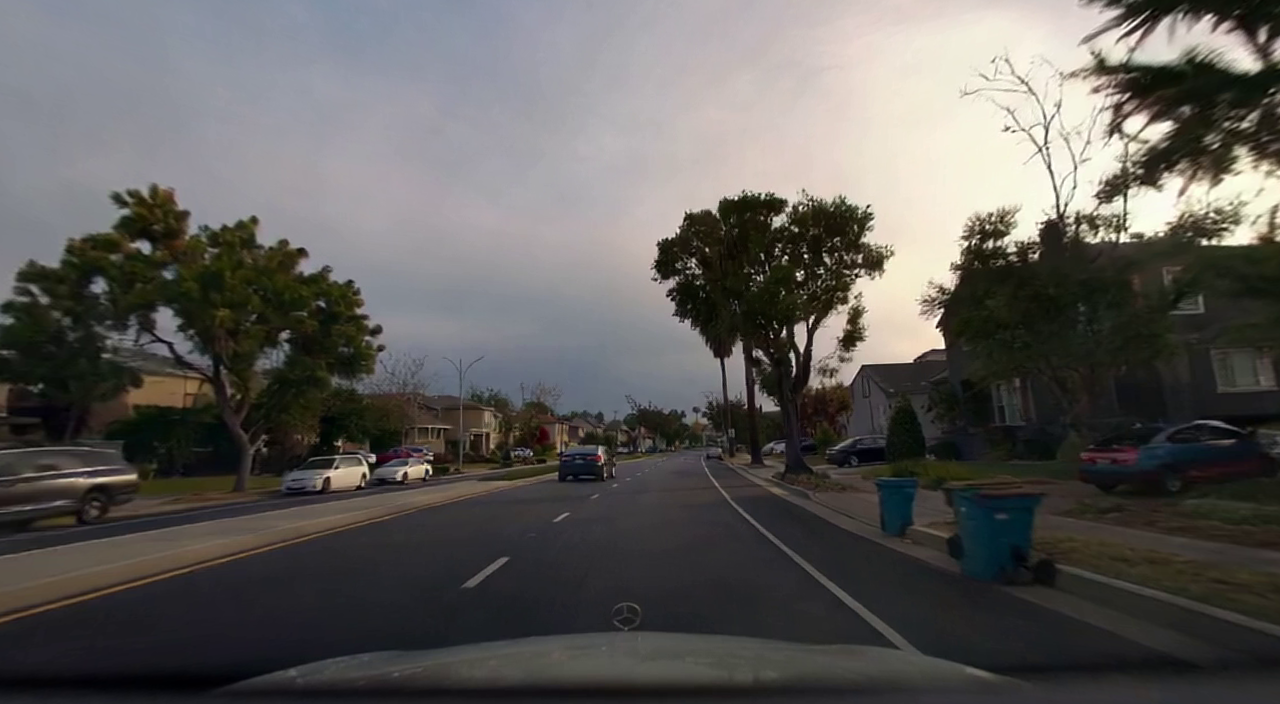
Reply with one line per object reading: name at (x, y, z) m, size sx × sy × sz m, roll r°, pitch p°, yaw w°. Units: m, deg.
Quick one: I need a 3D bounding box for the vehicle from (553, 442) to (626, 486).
vehicle at (-1.759, 4.108, 23.486) m, size 2.035 × 1.474 × 4.284 m, roll -1°, pitch -9°, yaw 4°

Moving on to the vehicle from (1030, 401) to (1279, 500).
vehicle at (11.166, 2.050, 13.369) m, size 4.424 × 1.611 × 1.898 m, roll -5°, pitch -8°, yaw 0°

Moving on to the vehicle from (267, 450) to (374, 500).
vehicle at (-13.083, 5.023, 26.239) m, size 1.895 × 1.802 × 4.454 m, roll -3°, pitch -9°, yaw 4°

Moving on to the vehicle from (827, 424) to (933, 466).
vehicle at (12.198, 4.790, 32.387) m, size 4.549 × 1.672 × 2.008 m, roll -6°, pitch -11°, yaw 4°

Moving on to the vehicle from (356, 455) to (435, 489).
vehicle at (-12.328, 6.072, 32.205) m, size 1.995 × 1.482 × 4.448 m, roll -4°, pitch -10°, yaw 5°

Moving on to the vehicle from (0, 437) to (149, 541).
vehicle at (-13.825, 2.884, 13.196) m, size 2.202 × 2.044 × 5.863 m, roll -3°, pitch -10°, yaw 3°
